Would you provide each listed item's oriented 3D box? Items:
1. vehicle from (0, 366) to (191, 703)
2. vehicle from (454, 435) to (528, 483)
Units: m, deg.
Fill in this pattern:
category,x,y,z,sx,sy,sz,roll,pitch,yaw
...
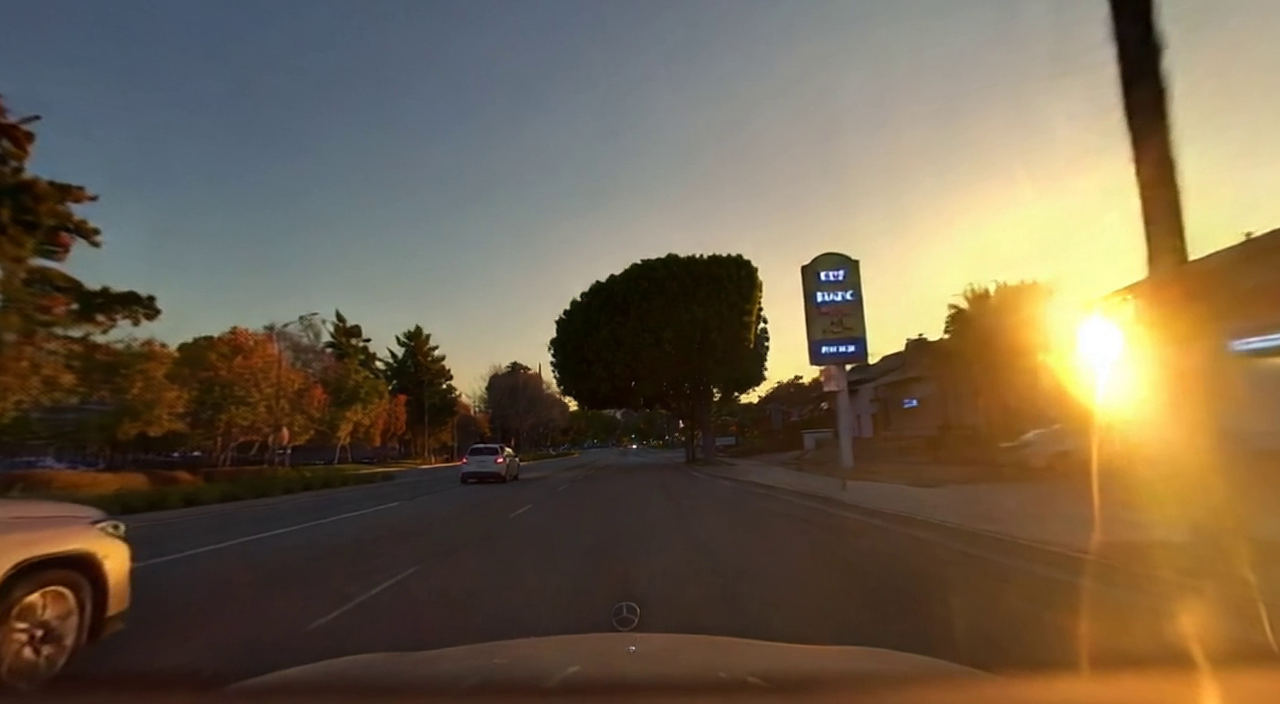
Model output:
category,x,y,z,sx,sy,sz,roll,pitch,yaw
vehicle,-3.850,0.762,1.810,2.041,1.666,4.182,0,-8,-1
vehicle,-6.199,4.501,26.731,2.136,1.844,4.363,0,-8,-1
